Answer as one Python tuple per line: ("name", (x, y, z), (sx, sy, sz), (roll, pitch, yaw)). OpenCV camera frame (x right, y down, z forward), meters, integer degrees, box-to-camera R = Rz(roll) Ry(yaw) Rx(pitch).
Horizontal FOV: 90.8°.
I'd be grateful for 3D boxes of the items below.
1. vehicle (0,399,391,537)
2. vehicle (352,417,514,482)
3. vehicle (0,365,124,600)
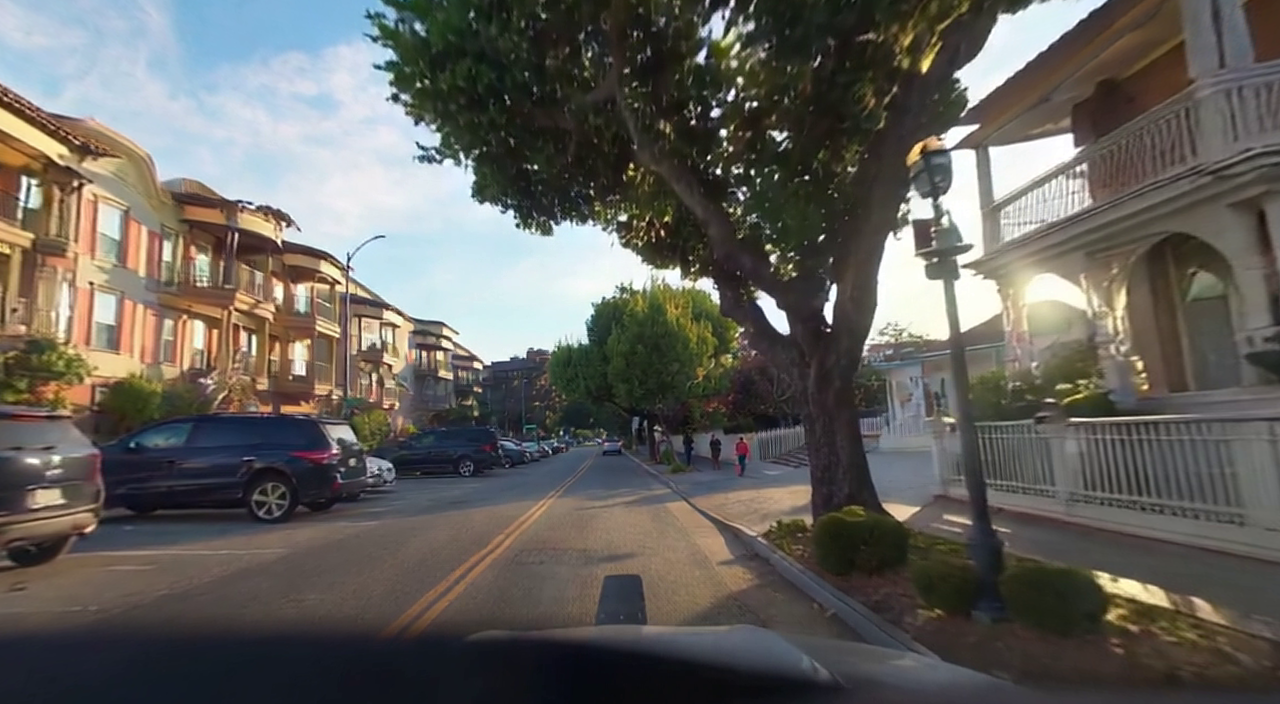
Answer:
("vehicle", (-7.809, 2.000, 11.192), (5.824, 2.125, 2.233), (1, -9, -5))
("vehicle", (-8.106, 3.902, 25.337), (5.592, 2.439, 2.515), (0, -9, -3))
("vehicle", (-7.518, 1.206, 5.490), (4.254, 1.953, 2.097), (-2, -5, -4))
